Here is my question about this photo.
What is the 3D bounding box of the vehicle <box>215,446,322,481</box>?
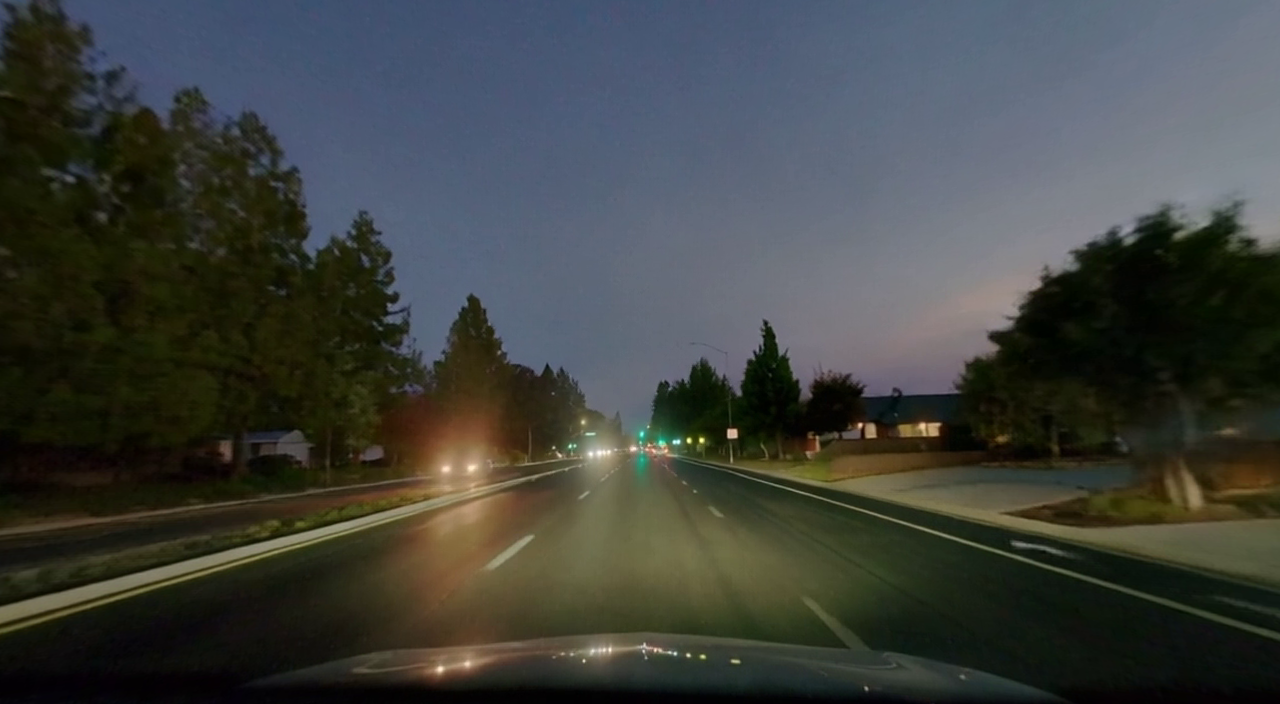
[{"bbox_3d":[-24.185,7.231,41.165,5.636,1.965,2.262,-2,-7,1],"label":"vehicle"}]

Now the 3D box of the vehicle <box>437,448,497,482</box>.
[{"bbox_3d":[-9.462,6.206,34.886,2.009,1.709,4.664,-1,-9,0],"label":"vehicle"}]
